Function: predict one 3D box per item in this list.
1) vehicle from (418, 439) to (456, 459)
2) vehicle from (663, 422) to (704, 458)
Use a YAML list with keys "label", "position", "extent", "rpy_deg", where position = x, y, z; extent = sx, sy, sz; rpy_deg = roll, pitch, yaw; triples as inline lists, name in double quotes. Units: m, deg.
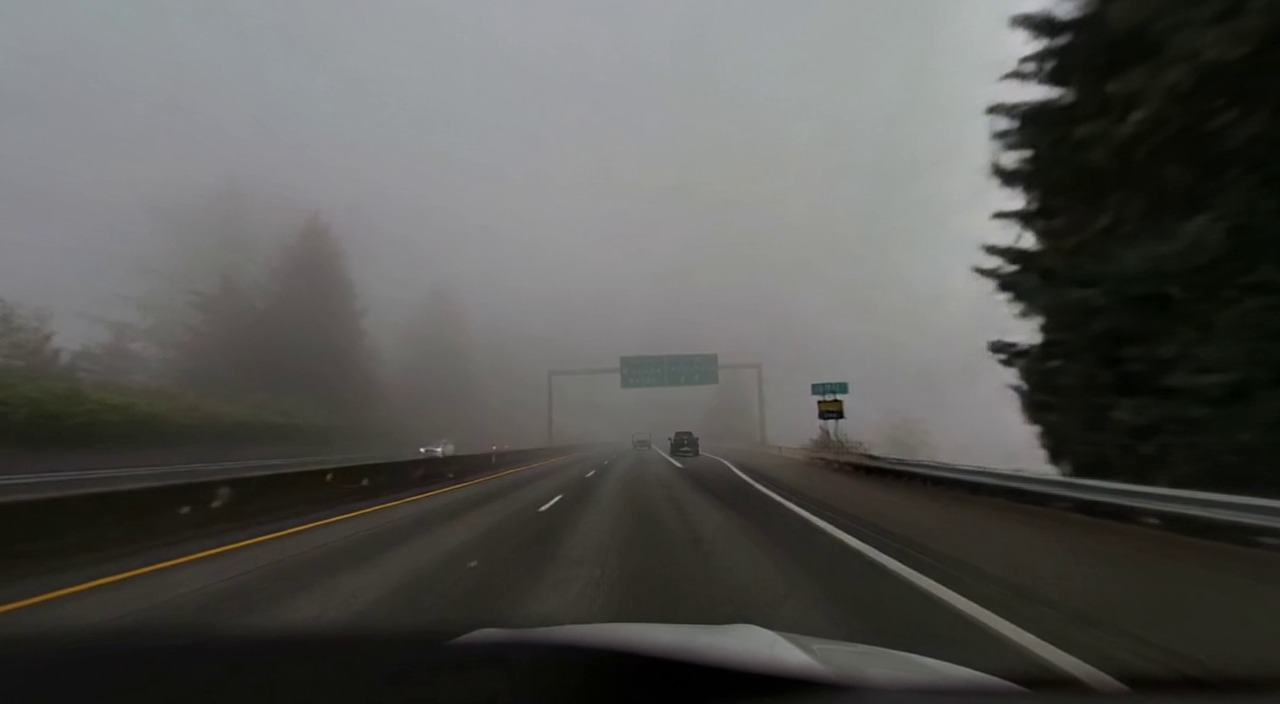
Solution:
- label: "vehicle"
  position: [-15.441, 7.401, 48.074]
  extent: [1.727, 1.439, 3.695]
  rpy_deg: [0, -8, -1]
- label: "vehicle"
  position: [2.894, 6.039, 43.138]
  extent: [2.450, 2.314, 4.753]
  rpy_deg: [0, -8, 0]
